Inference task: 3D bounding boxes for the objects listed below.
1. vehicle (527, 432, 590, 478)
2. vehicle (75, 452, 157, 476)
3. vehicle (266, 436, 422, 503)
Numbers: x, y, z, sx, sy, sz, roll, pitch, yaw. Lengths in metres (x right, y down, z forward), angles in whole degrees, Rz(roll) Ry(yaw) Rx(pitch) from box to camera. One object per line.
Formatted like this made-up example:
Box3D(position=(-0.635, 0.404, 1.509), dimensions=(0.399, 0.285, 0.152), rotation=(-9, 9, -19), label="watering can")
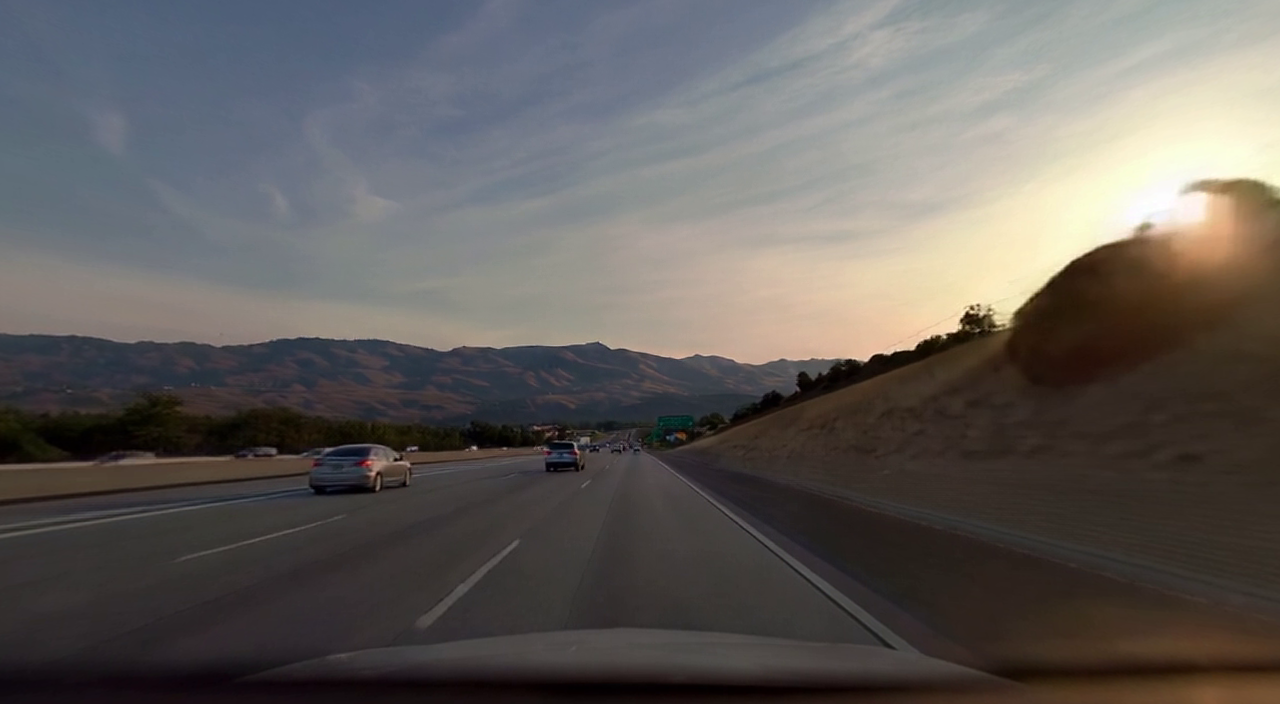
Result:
Box3D(position=(-3.330, 4.316, 26.780), dimensions=(2.029, 1.753, 4.718), rotation=(0, -8, 0), label="vehicle")
Box3D(position=(-36.363, 7.774, 44.035), dimensions=(1.832, 1.473, 4.566), rotation=(0, -8, 0), label="vehicle")
Box3D(position=(-7.504, 3.002, 16.634), dimensions=(1.930, 1.508, 4.567), rotation=(0, -8, -1), label="vehicle")
